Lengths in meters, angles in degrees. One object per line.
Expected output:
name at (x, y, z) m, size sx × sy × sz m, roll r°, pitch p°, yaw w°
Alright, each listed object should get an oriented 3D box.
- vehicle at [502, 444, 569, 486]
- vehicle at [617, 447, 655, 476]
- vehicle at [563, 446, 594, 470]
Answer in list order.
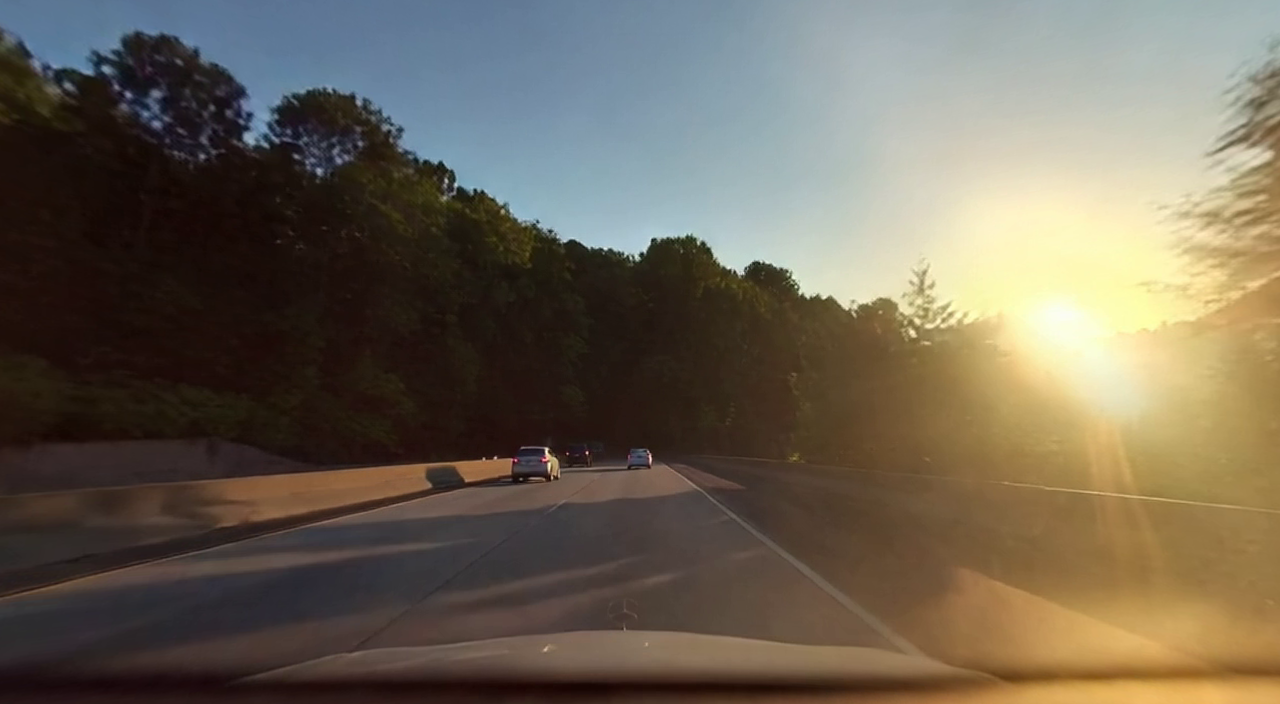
vehicle at (-4.134, 4.541, 25.584) m, size 1.978 × 1.538 × 3.755 m, roll 0°, pitch -9°, yaw 1°
vehicle at (-0.216, 6.095, 35.283) m, size 2.001 × 1.490 × 3.914 m, roll 0°, pitch -9°, yaw 0°
vehicle at (-4.504, 7.780, 46.366) m, size 1.834 × 1.615 × 3.624 m, roll 0°, pitch -9°, yaw 1°
